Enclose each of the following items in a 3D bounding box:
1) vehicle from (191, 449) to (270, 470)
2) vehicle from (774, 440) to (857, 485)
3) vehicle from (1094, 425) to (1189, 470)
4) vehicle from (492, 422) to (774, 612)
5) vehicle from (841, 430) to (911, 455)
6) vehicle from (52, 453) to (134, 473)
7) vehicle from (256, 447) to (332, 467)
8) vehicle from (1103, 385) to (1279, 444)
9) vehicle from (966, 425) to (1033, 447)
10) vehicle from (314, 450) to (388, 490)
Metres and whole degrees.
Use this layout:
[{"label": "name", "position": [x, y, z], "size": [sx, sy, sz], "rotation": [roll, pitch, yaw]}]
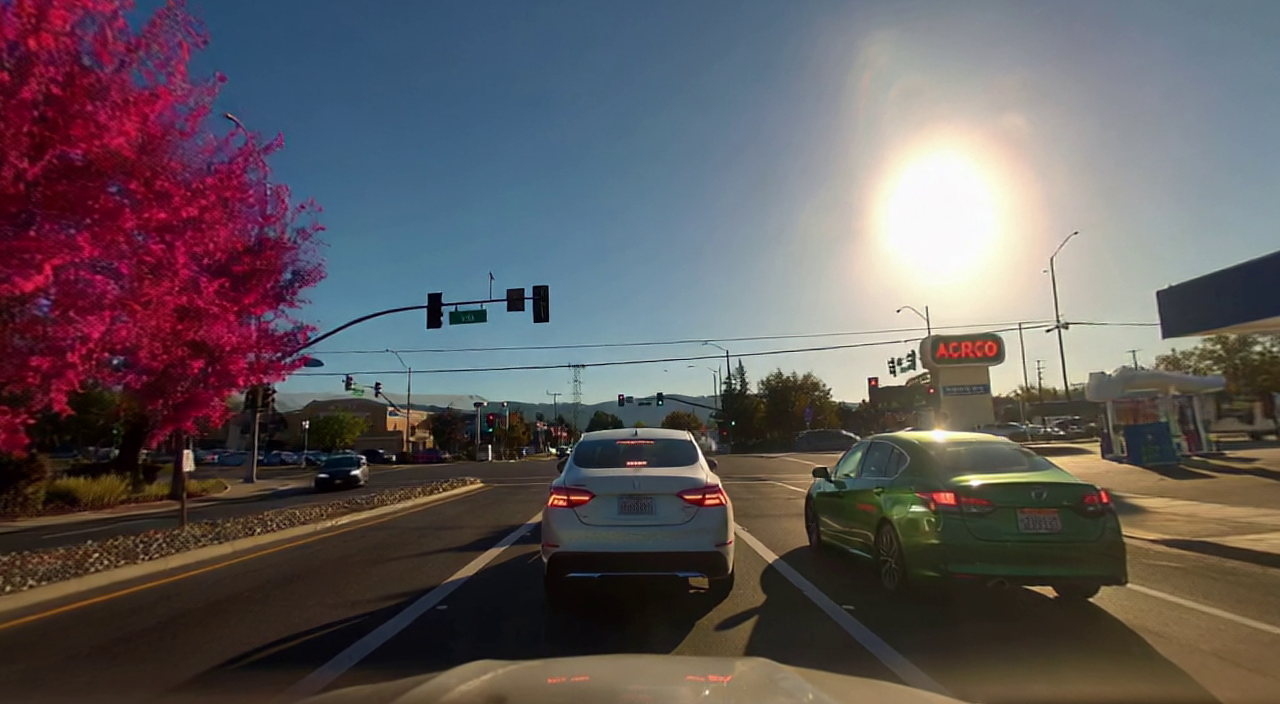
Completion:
[{"label": "vehicle", "position": [-29.418, 7.744, 45.300], "size": [4.466, 1.438, 1.837], "rotation": [-1, -8, 5]}, {"label": "vehicle", "position": [6.537, 4.145, 24.022], "size": [1.942, 1.511, 4.390], "rotation": [0, -8, 0]}, {"label": "vehicle", "position": [18.579, 3.514, 23.275], "size": [4.300, 1.495, 2.053], "rotation": [8, -11, -43]}, {"label": "vehicle", "position": [-0.070, 1.604, 7.074], "size": [2.213, 1.482, 4.057], "rotation": [0, -8, 0]}, {"label": "vehicle", "position": [18.298, 7.032, 49.010], "size": [4.656, 1.605, 1.942], "rotation": [-3, -8, 4]}, {"label": "vehicle", "position": [-40.158, 8.125, 46.300], "size": [4.511, 1.407, 1.764], "rotation": [-1, -8, 4]}, {"label": "vehicle", "position": [-26.734, 8.108, 48.789], "size": [4.806, 1.472, 1.886], "rotation": [-1, -8, 5]}, {"label": "vehicle", "position": [38.191, 4.356, 43.346], "size": [10.890, 3.868, 3.021], "rotation": [1, -8, -9]}, {"label": "vehicle", "position": [27.312, 6.436, 47.984], "size": [3.968, 1.572, 1.740], "rotation": [0, -9, 4]}, {"label": "vehicle", "position": [-11.910, 4.839, 26.312], "size": [1.944, 1.465, 4.609], "rotation": [2, -9, -14]}]
